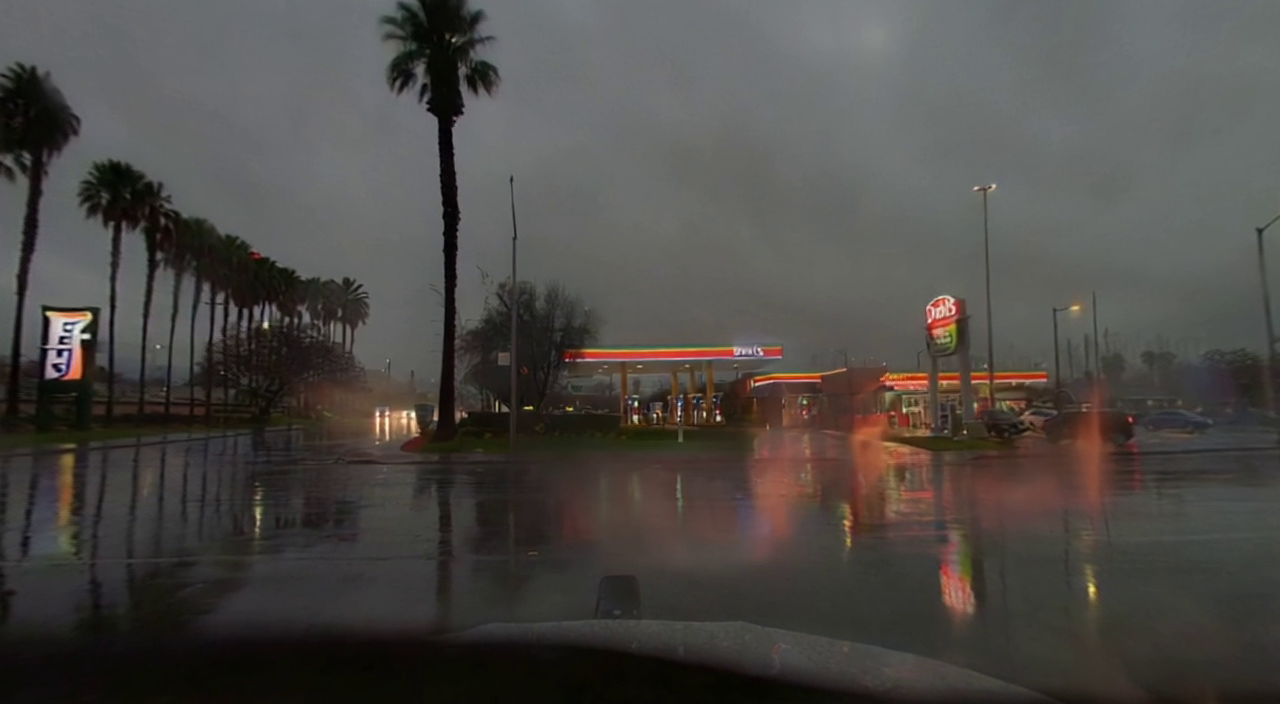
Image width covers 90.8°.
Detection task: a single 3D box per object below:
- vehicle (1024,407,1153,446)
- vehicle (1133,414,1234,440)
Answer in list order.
[{"bbox_3d":[21.992,3.610,31.091,4.880,1.754,2.202,0,-5,-7],"label":"vehicle"},{"bbox_3d":[33.889,4.747,39.571,1.805,1.466,4.641,1,-9,-8],"label":"vehicle"}]
